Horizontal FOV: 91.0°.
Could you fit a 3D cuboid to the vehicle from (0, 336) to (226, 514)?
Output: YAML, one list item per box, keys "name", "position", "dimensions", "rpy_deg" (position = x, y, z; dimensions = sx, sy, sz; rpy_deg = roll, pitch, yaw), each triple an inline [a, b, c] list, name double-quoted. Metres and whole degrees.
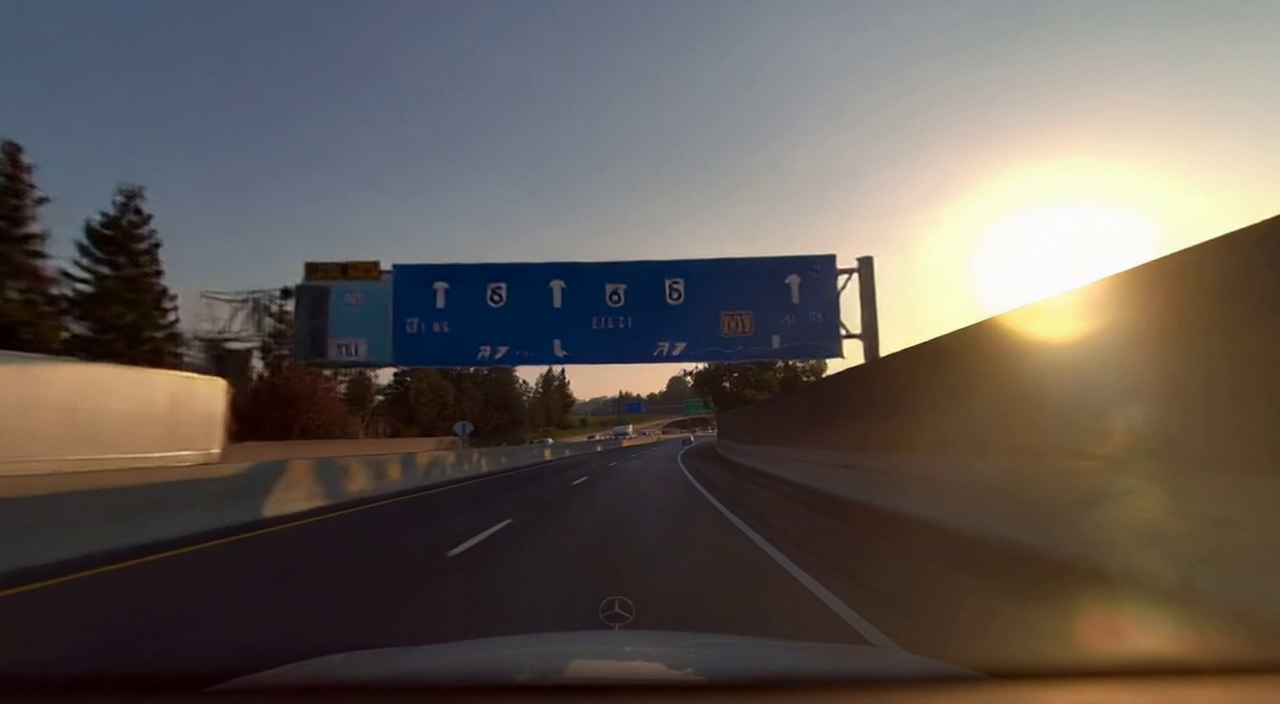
- name: "vehicle"
  position: [-16.314, 2.092, 17.309]
  dimensions: [3.214, 4.045, 9.668]
  rpy_deg: [-1, -8, 0]
